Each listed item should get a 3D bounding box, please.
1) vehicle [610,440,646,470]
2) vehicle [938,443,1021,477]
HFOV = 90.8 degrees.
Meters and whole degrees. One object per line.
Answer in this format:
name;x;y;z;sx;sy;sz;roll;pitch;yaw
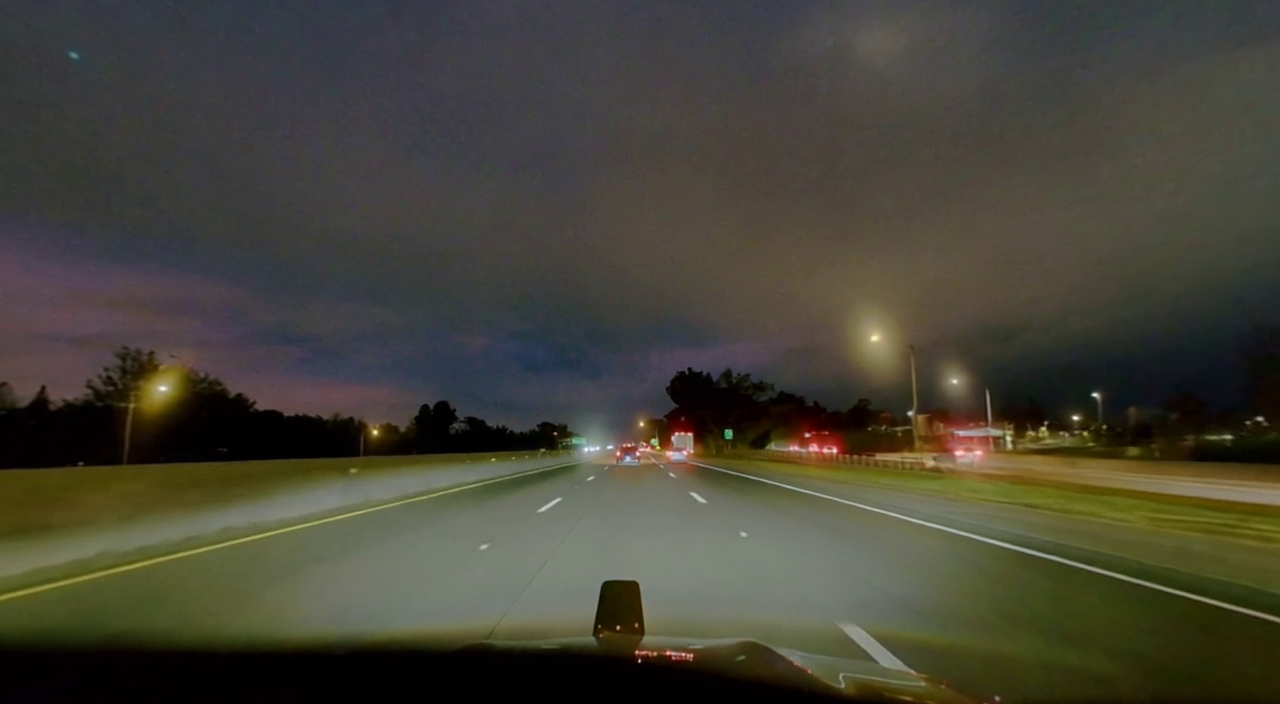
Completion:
vehicle;-0.697;6.289;38.730;2.121;1.739;4.087;0;-9;0
vehicle;16.717;5.337;31.404;1.867;1.563;4.436;-1;-9;3
